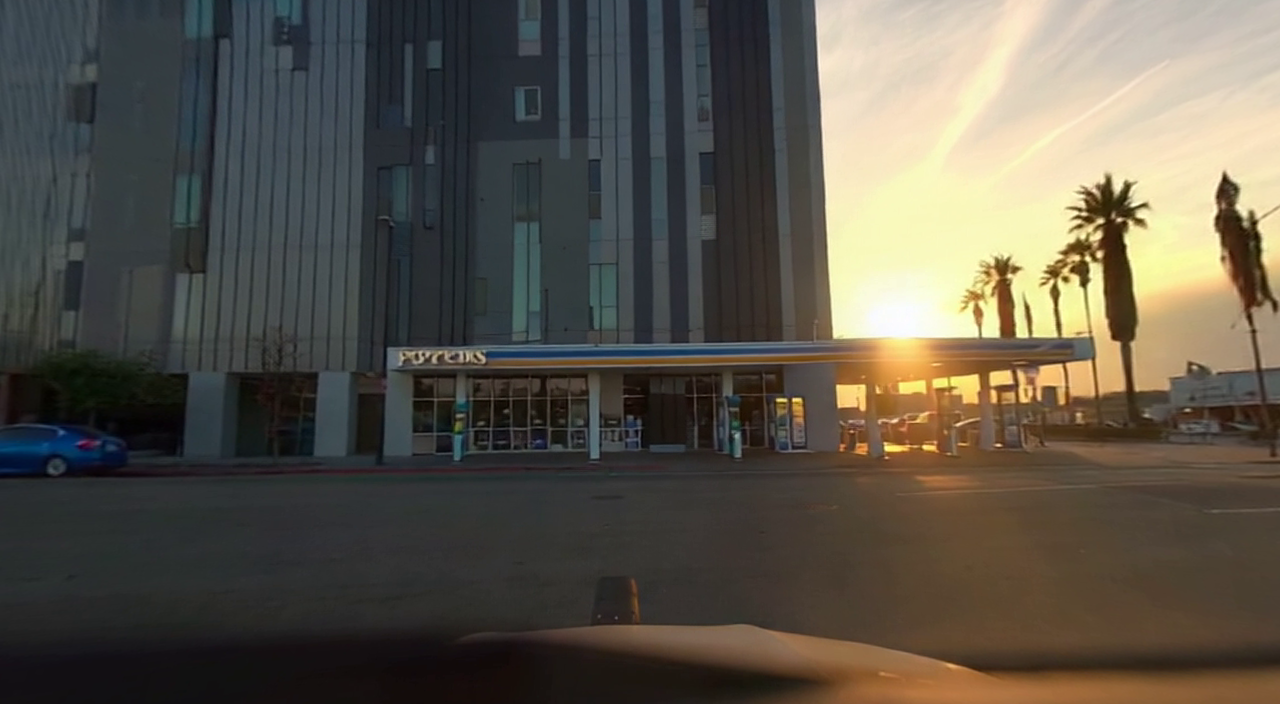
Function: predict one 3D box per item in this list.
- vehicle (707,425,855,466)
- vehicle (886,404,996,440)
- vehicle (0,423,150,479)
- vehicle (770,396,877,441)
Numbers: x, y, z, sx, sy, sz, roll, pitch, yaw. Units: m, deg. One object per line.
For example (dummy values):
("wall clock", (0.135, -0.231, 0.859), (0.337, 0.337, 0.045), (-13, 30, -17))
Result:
("vehicle", (4.961, 3.313, 22.414), (4.782, 1.371, 1.763), (2, -9, -13))
("vehicle", (21.630, 5.058, 45.483), (7.026, 2.329, 2.545), (3, -6, -13))
("vehicle", (-17.135, 2.781, 17.810), (4.857, 1.497, 1.811), (1, -9, -7))
("vehicle", (10.707, 3.952, 37.071), (5.524, 2.504, 2.196), (2, -7, -10))
